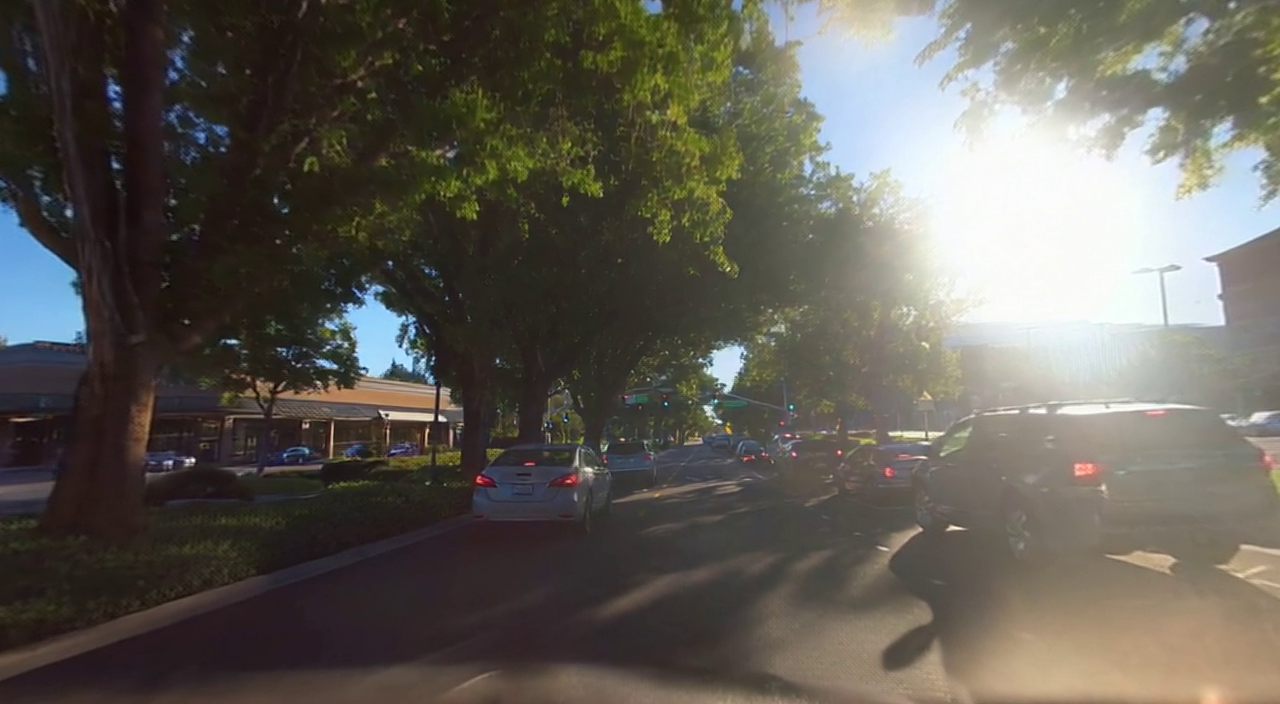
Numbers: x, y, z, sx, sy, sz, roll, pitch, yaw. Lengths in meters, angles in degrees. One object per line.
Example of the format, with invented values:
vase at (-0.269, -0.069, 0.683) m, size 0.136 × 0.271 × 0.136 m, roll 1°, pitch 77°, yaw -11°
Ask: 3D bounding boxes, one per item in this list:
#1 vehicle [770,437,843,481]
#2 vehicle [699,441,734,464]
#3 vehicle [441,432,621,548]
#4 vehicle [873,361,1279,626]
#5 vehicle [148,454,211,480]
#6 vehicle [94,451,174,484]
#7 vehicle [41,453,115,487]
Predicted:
vehicle at (6.151, 3.988, 23.862) m, size 1.910 × 1.493 × 4.490 m, roll -1°, pitch -8°, yaw 5°
vehicle at (5.029, 6.647, 41.908) m, size 2.095 × 1.473 × 4.301 m, roll -1°, pitch -8°, yaw 5°
vehicle at (-1.512, 2.128, 10.515) m, size 1.968 × 1.497 × 4.286 m, roll -1°, pitch -8°, yaw 4°
vehicle at (4.787, 1.427, 7.444) m, size 2.324 × 1.907 × 5.634 m, roll -1°, pitch -8°, yaw 5°
vehicle at (-26.595, 6.607, 36.484) m, size 3.527 × 1.390 × 1.681 m, roll -6°, pitch -10°, yaw 33°
vehicle at (-27.172, 6.159, 33.918) m, size 4.127 × 1.583 × 1.978 m, roll -5°, pitch -10°, yaw 32°
vehicle at (-27.622, 5.752, 31.036) m, size 3.865 × 1.499 × 1.804 m, roll -6°, pitch -10°, yaw 36°
